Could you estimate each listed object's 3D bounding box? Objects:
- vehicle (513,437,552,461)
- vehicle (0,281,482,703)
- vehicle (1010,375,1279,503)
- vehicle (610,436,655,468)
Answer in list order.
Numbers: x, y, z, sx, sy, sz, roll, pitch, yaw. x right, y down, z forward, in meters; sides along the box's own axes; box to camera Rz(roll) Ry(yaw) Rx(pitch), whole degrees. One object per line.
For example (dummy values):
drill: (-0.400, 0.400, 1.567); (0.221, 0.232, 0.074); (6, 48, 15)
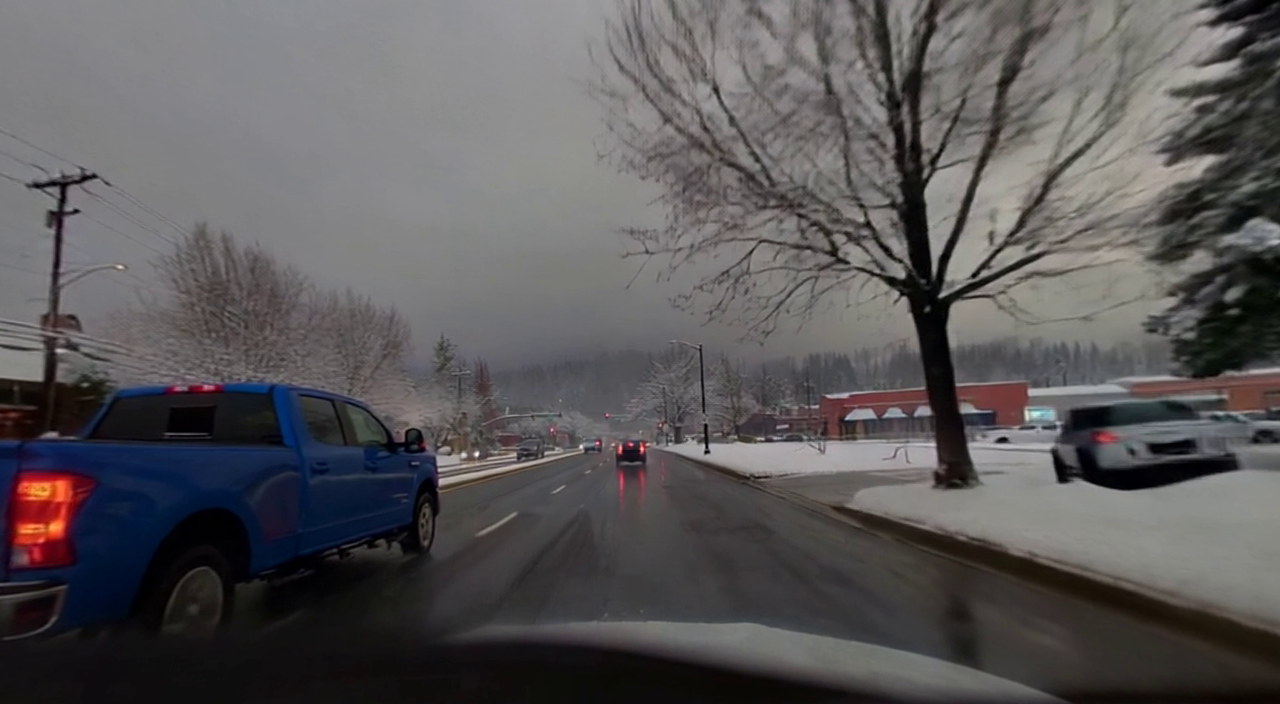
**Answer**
vehicle: (-8.463, 7.680, 49.803); (2.146, 1.788, 5.153); (0, -8, 1)
vehicle: (-3.740, 1.220, 5.918); (2.552, 2.079, 6.810); (0, -8, 2)
vehicle: (8.918, 1.455, 10.553); (5.109, 1.735, 1.997); (4, -9, -25)
vehicle: (-0.356, 5.219, 32.890); (2.191, 1.530, 4.470); (0, -8, 0)
